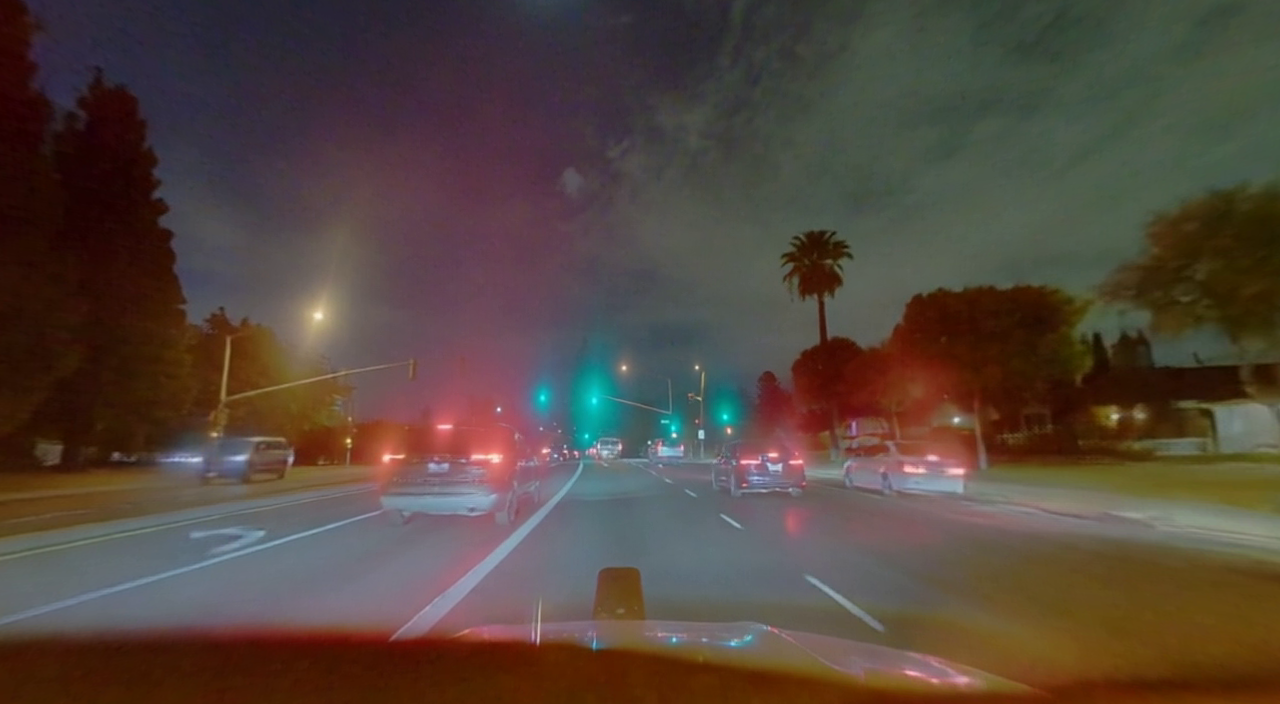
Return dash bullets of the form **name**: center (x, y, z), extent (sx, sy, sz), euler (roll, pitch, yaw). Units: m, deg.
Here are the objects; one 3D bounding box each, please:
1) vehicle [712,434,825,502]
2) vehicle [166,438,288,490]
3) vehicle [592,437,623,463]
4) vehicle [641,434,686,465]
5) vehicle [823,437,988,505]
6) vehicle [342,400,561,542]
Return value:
- **vehicle**: center (3.138, 2.913, 16.333), extent (1.870, 1.491, 4.009), euler (0, -8, -3)
- **vehicle**: center (-17.725, 4.773, 27.547), extent (2.292, 1.990, 5.714), euler (1, -8, -10)
- **vehicle**: center (-2.515, 7.451, 48.248), extent (2.164, 1.867, 4.254), euler (0, -8, -6)
- **vehicle**: center (1.517, 6.653, 43.453), extent (2.391, 1.960, 5.600), euler (0, -8, -5)
- **vehicle**: center (6.561, 2.960, 16.320), extent (1.989, 1.459, 4.700), euler (0, -8, -3)
- **vehicle**: center (-3.015, 2.117, 12.033), extent (2.354, 1.948, 6.355), euler (0, -8, -1)
